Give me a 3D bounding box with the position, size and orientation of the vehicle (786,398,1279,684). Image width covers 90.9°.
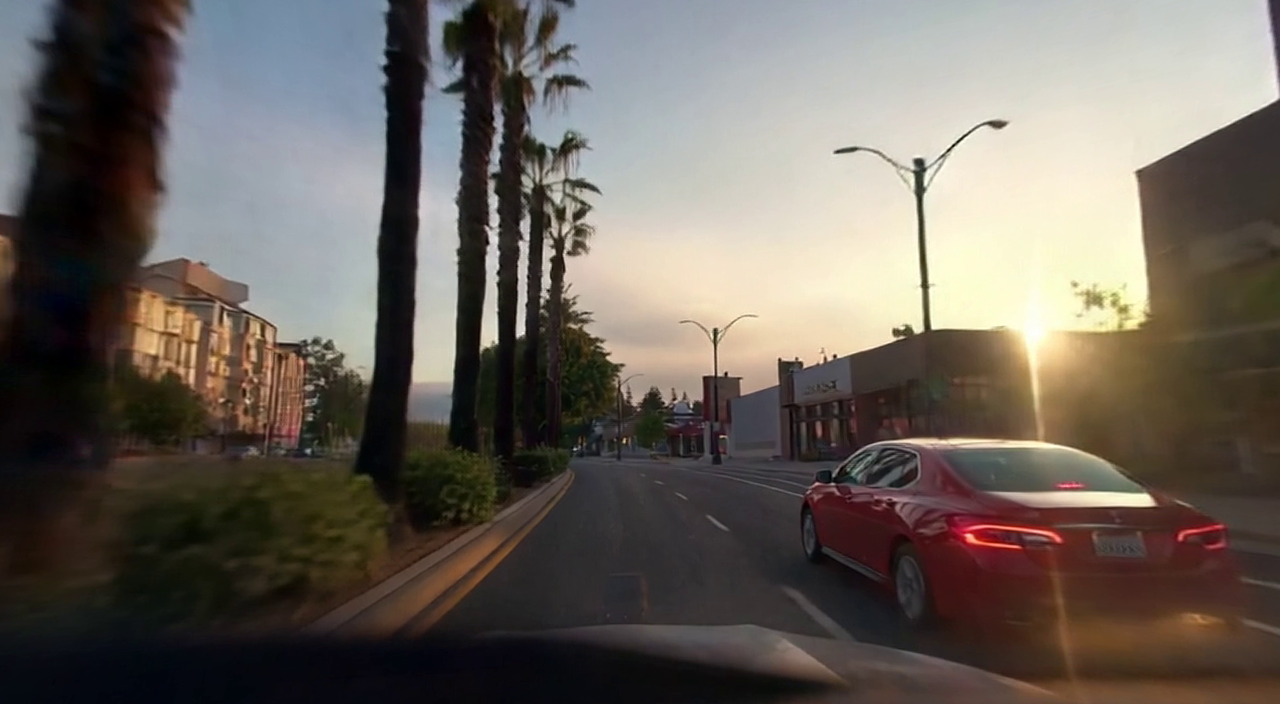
[{"bbox_3d":[2.806,1.354,5.694,1.867,1.554,4.301,0,-8,-1],"label":"vehicle"}]
